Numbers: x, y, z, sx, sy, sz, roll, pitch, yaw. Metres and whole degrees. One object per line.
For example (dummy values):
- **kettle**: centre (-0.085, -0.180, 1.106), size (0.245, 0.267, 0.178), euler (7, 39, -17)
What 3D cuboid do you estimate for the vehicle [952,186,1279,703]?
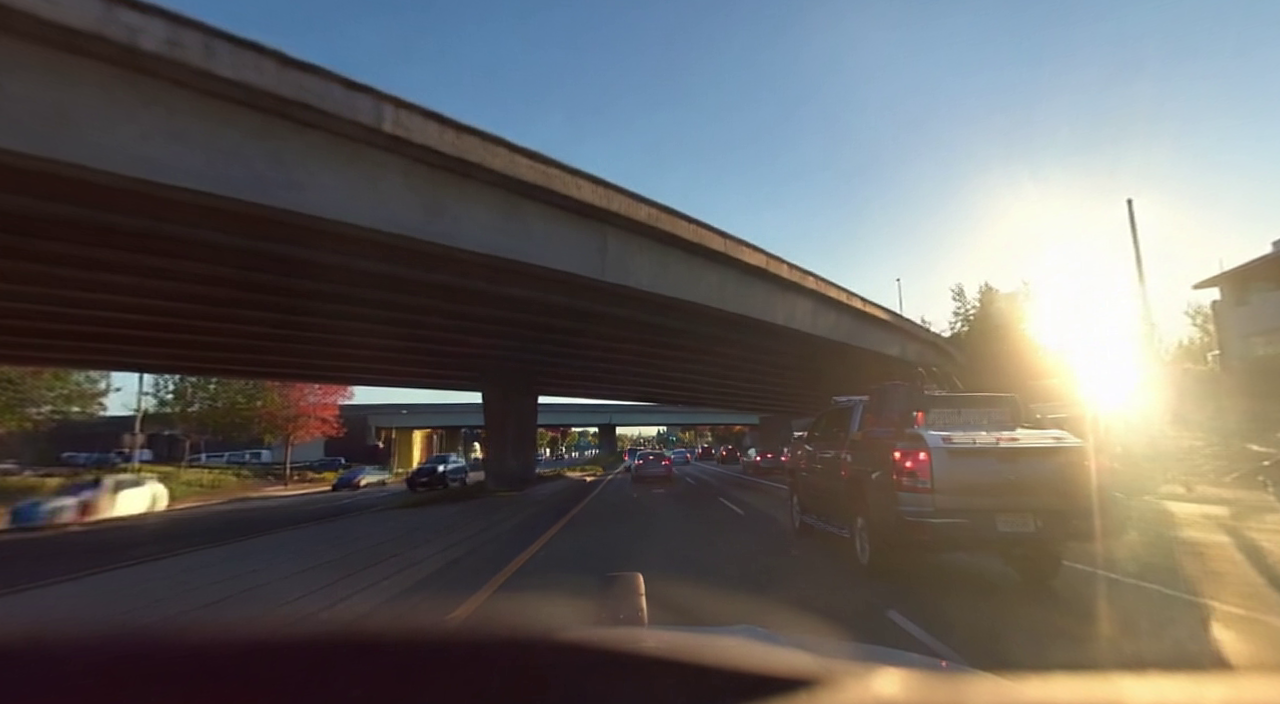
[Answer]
- **vehicle**: centre (3.558, 0.552, 2.010), size (2.588, 2.321, 4.927), euler (0, -9, 1)

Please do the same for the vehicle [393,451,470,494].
- **vehicle**: centre (-8.722, 5.036, 26.766), size (1.897, 1.663, 3.838), euler (0, -9, 0)

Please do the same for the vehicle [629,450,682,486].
- **vehicle**: centre (0.620, 4.799, 26.364), size (2.027, 1.341, 3.775), euler (0, -9, 1)

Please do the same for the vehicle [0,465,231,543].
- **vehicle**: centre (-12.196, 3.509, 15.177), size (1.798, 1.434, 4.356), euler (-1, -9, 0)
